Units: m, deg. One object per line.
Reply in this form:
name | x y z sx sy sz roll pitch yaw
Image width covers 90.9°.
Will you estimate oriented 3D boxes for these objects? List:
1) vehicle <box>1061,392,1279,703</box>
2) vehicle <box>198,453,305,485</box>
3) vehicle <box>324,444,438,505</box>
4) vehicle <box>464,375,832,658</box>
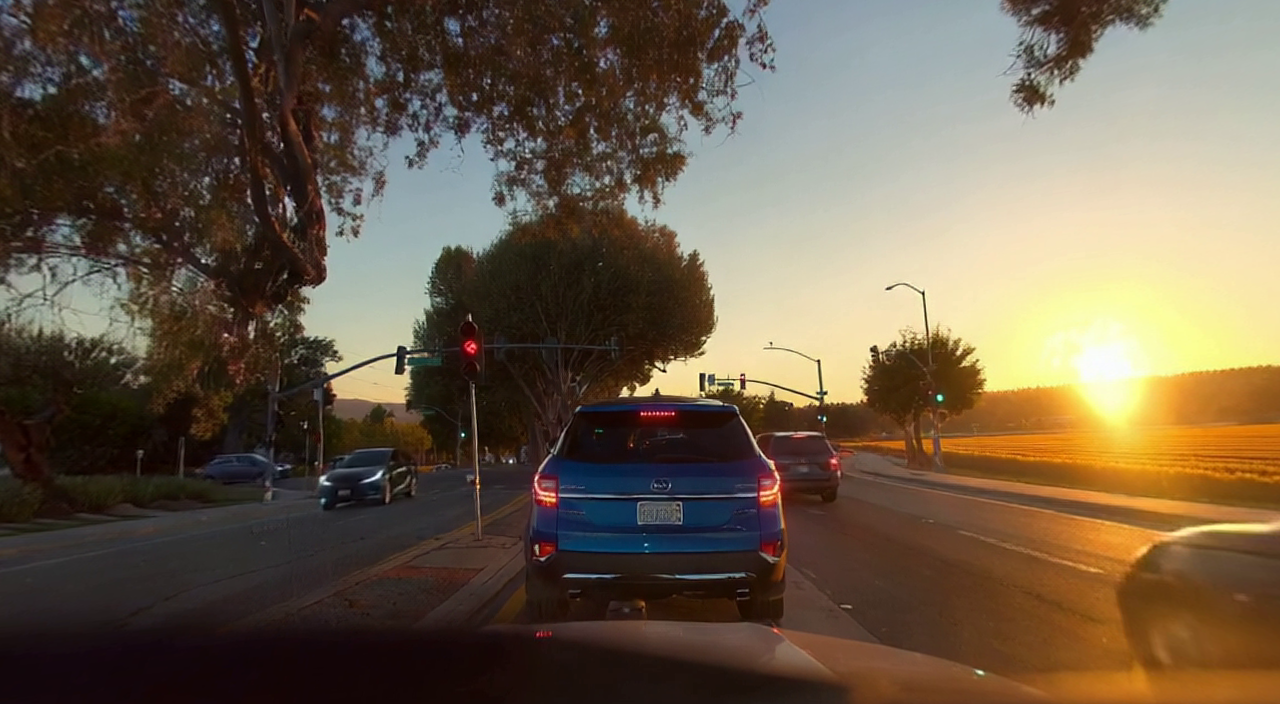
vehicle | 3.421 0.746 1.350 2.097 1.473 4.252 0 -8 0
vehicle | -21.325 6.419 34.722 4.605 1.626 2.251 -2 -8 9
vehicle | -8.039 3.798 20.113 2.026 1.680 4.608 1 -8 -5
vehicle | 0.050 1.336 6.119 2.298 1.770 4.138 0 -8 0
